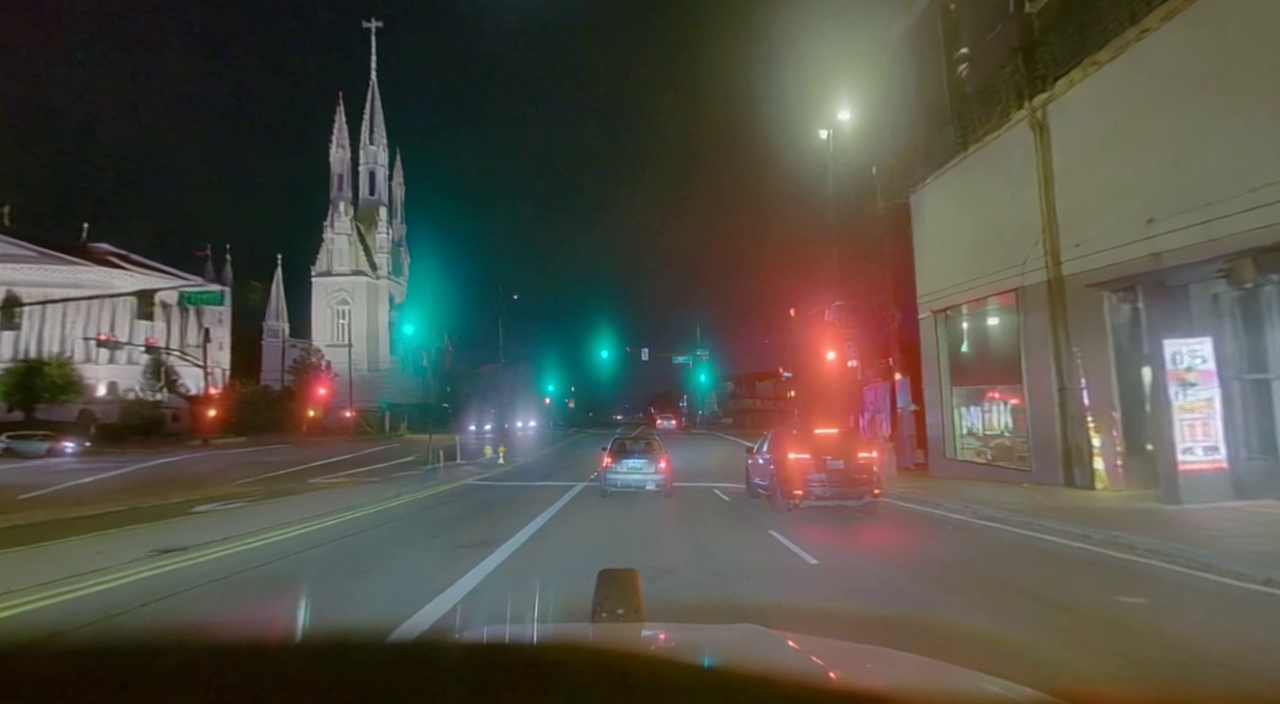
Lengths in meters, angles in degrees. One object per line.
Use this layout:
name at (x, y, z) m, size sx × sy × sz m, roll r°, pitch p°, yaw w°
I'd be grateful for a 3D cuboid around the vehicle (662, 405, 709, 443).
vehicle at (2.635, 4.225, 37.799) m, size 2.228 × 1.922 × 5.335 m, roll 0°, pitch -3°, yaw -2°

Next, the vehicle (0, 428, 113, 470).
vehicle at (-30.481, 4.929, 32.318) m, size 4.955 × 1.828 × 2.268 m, roll 0°, pitch -3°, yaw -3°

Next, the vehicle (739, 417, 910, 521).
vehicle at (3.540, 2.359, 13.229) m, size 2.080 × 1.735 × 4.650 m, roll 1°, pitch -8°, yaw -1°

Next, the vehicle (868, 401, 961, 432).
vehicle at (16.432, 3.876, 37.968) m, size 4.512 × 1.734 × 2.143 m, roll -1°, pitch -6°, yaw -5°

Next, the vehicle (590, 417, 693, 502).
vehicle at (0.048, 2.591, 15.548) m, size 2.168 × 1.776 × 4.135 m, roll 0°, pitch -8°, yaw 0°
